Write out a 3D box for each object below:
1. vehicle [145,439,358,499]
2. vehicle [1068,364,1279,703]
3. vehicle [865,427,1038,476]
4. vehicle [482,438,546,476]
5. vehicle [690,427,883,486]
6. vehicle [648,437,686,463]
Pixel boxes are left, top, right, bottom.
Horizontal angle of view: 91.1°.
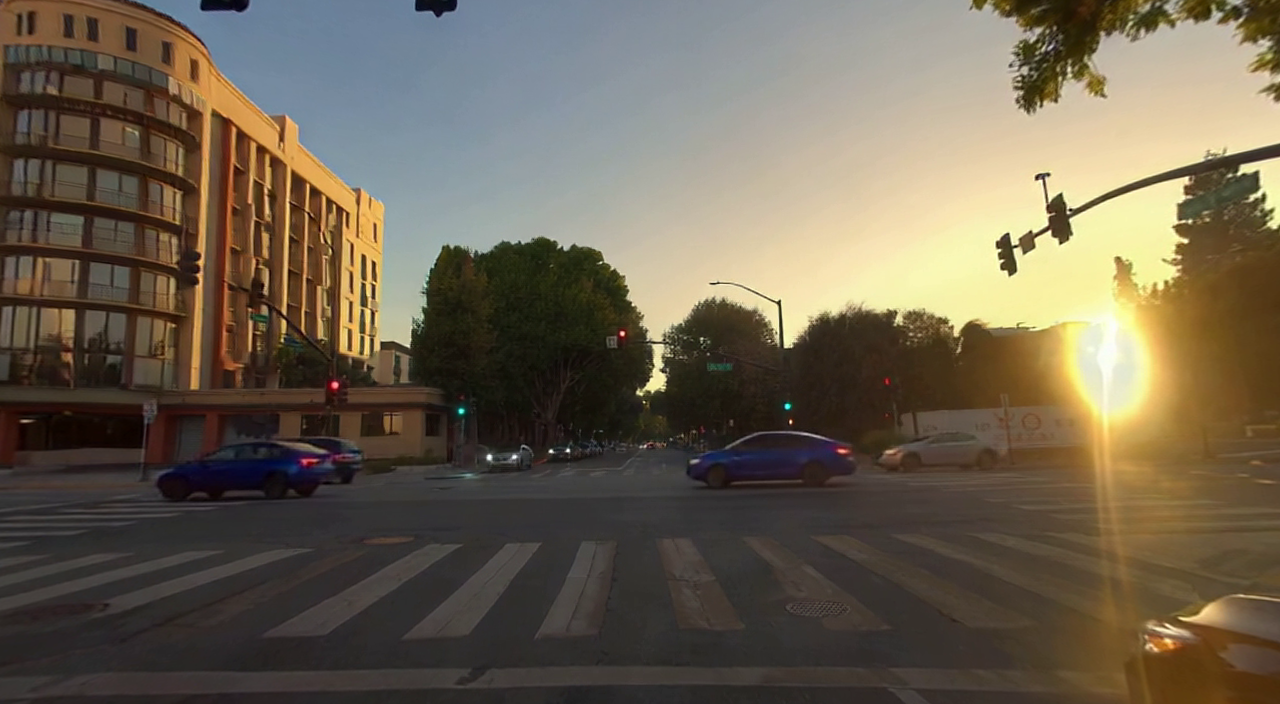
[{"bbox_3d":[-10.254,3.100,16.840,4.464,1.472,1.867,0,-8,0],"label":"vehicle"},{"bbox_3d":[2.884,0.675,0.832,1.947,1.576,3.825,0,-8,1],"label":"vehicle"},{"bbox_3d":[10.006,3.230,20.460,4.623,1.477,1.884,0,-8,0],"label":"vehicle"},{"bbox_3d":[-5.955,5.022,30.284,2.115,1.690,4.322,-1,-8,1],"label":"vehicle"},{"bbox_3d":[3.814,2.804,16.989,4.723,1.484,1.883,0,-8,0],"label":"vehicle"},{"bbox_3d":[1.787,6.664,42.774,2.053,1.625,4.551,0,-8,-4],"label":"vehicle"}]
